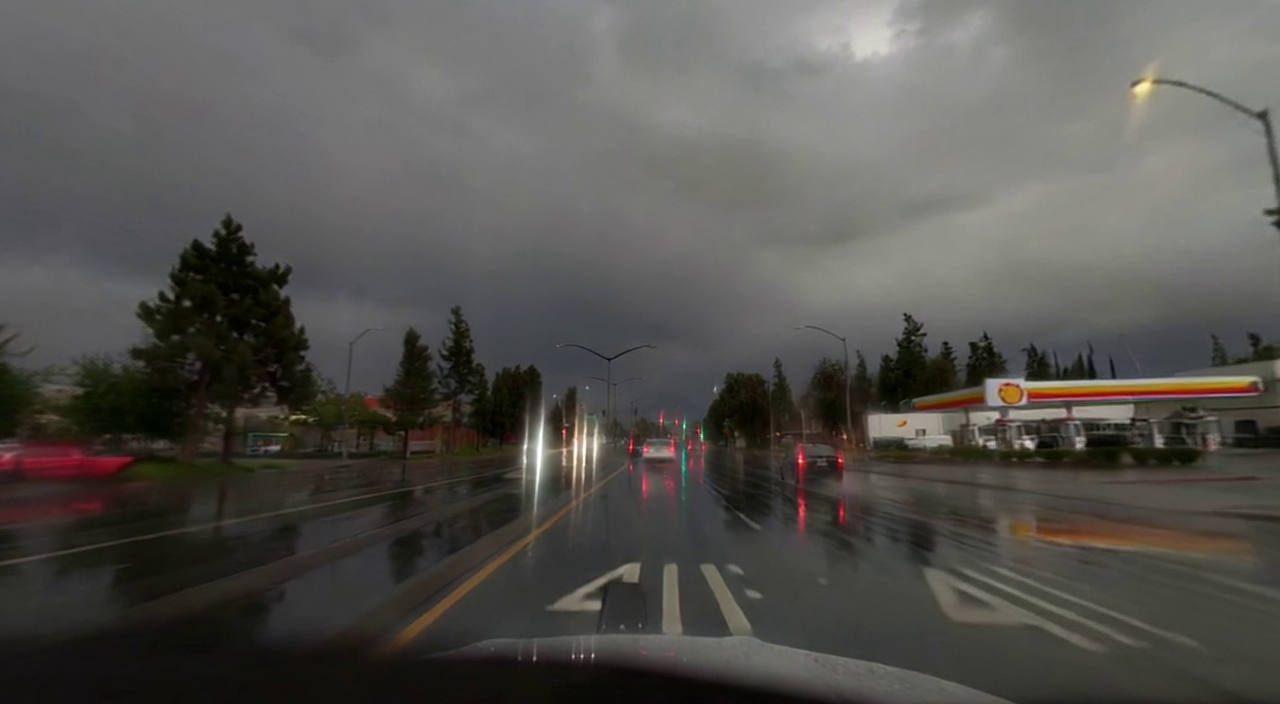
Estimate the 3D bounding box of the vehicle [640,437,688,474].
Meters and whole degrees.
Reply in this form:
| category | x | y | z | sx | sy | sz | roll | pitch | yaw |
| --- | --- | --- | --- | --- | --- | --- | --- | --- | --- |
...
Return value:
| category | x | y | z | sx | sy | sz | roll | pitch | yaw |
| --- | --- | --- | --- | --- | --- | --- | --- | --- | --- |
| vehicle | 0.993 | 4.523 | 27.761 | 1.971 | 1.479 | 4.493 | 0 | -8 | 0 |

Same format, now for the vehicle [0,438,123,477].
| category | x | y | z | sx | sy | sz | roll | pitch | yaw |
| --- | --- | --- | --- | --- | --- | --- | --- | --- | --- |
| vehicle | -29.163 | 5.203 | 31.360 | 2.011 | 1.762 | 5.267 | 0 | -8 | 3 |

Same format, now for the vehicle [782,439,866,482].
| category | x | y | z | sx | sy | sz | roll | pitch | yaw |
| --- | --- | --- | --- | --- | --- | --- | --- | --- | --- |
| vehicle | 6.940 | 4.115 | 24.182 | 1.918 | 1.484 | 4.456 | 0 | -8 | 0 |

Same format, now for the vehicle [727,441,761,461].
| category | x | y | z | sx | sy | sz | roll | pitch | yaw |
| --- | --- | --- | --- | --- | --- | --- | --- | --- | --- |
| vehicle | 7.953 | 7.596 | 48.361 | 1.930 | 1.479 | 4.477 | 0 | -8 | 0 |
